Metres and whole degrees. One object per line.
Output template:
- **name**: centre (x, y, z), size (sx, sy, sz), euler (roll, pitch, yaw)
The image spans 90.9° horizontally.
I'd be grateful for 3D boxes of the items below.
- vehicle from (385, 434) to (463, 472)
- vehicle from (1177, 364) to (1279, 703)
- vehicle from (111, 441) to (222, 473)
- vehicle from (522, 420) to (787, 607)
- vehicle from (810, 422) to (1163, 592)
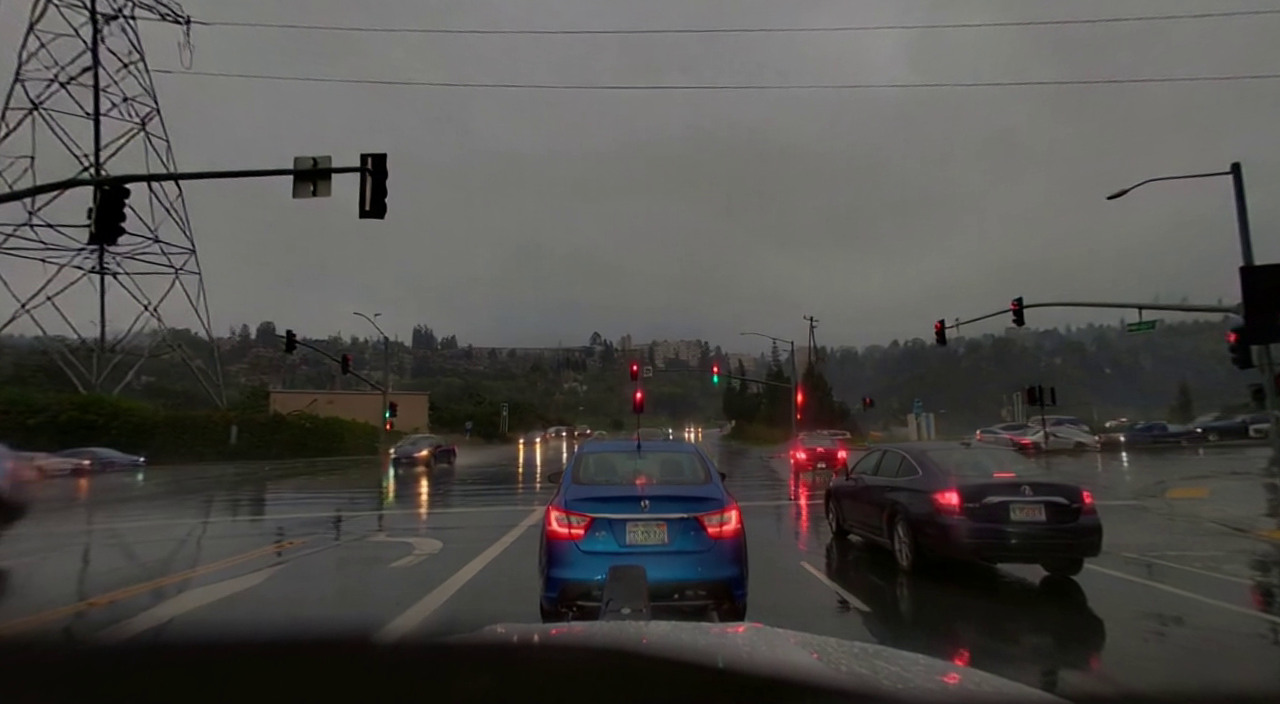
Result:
- **vehicle**: centre (-9.622, 4.525, 28.402), size (1.910, 1.537, 4.123), euler (-1, -8, 2)
- **vehicle**: centre (3.403, 0.589, 0.630), size (1.926, 1.614, 4.330), euler (0, -8, 1)
- **vehicle**: centre (-26.043, 5.770, 34.786), size (4.417, 1.637, 1.956), euler (0, -8, -2)
- **vehicle**: centre (0.103, 1.597, 7.129), size (2.117, 1.474, 4.036), euler (0, -8, 0)
- **vehicle**: centre (3.643, 1.684, 7.725), size (1.835, 1.473, 4.190), euler (0, -8, -2)
